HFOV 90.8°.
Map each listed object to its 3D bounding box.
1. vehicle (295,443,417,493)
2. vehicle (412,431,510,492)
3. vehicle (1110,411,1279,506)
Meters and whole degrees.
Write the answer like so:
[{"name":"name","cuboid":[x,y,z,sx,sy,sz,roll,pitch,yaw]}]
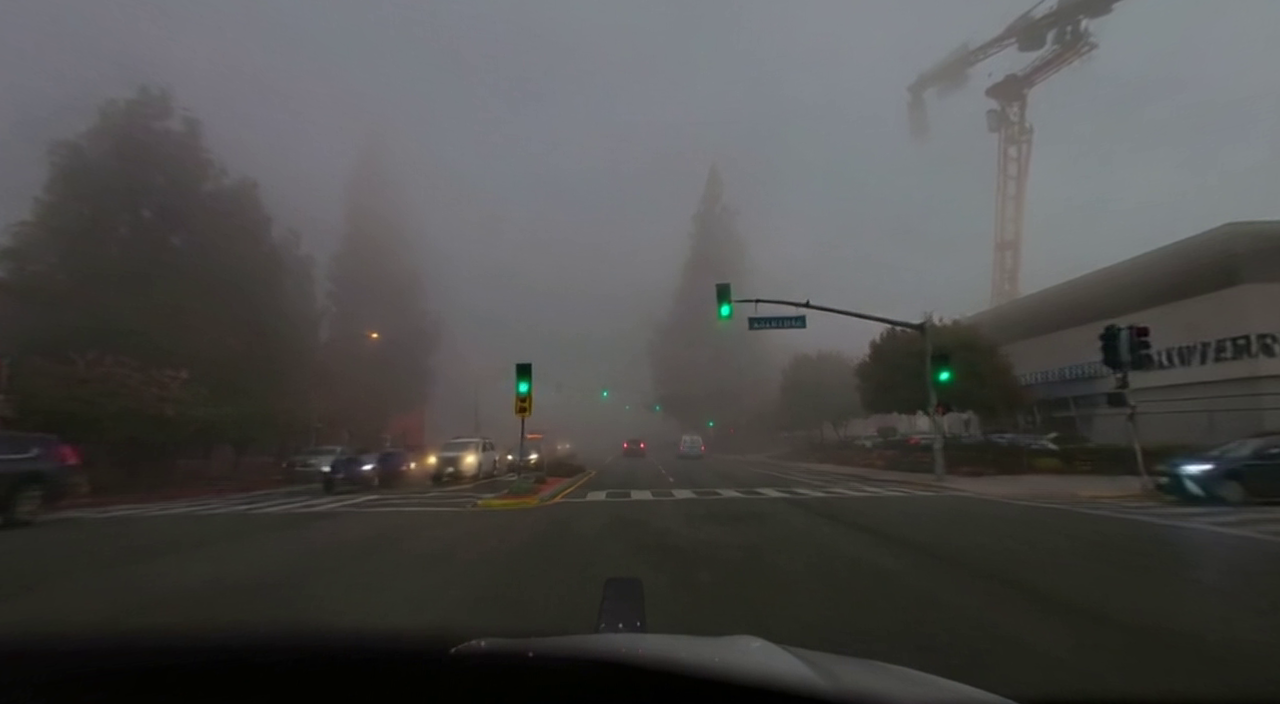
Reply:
[{"name":"vehicle","cuboid":[-9.124,3.747,20.792,1.947,1.434,4.557,0,-8,-1]},{"name":"vehicle","cuboid":[-5.820,3.563,21.089,1.983,1.715,4.466,-2,-8,0]},{"name":"vehicle","cuboid":[12.815,2.140,12.868,4.641,1.772,2.080,-1,-9,7]}]
